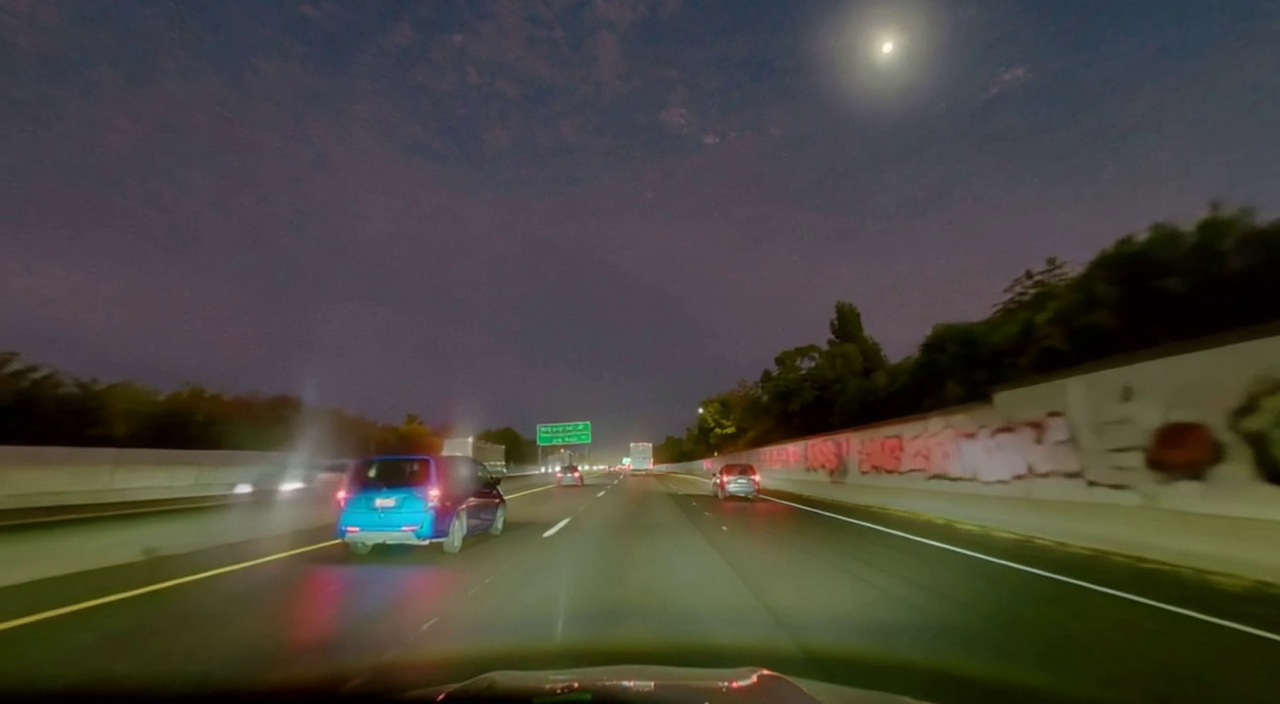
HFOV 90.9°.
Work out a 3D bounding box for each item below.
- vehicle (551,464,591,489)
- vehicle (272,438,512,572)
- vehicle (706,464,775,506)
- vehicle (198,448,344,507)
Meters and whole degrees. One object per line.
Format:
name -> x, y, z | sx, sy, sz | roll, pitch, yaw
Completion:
vehicle -> -4.323, 7.847, 39.817 | 2.054, 1.443, 4.131 | 1, -10, 0
vehicle -> -3.544, 2.314, 10.147 | 2.004, 1.610, 4.508 | 1, -10, 0
vehicle -> 3.830, 5.186, 24.794 | 1.917, 1.458, 4.199 | 1, -10, -1
vehicle -> -12.928, 4.452, 22.593 | 2.125, 1.796, 5.031 | 1, -10, 1
